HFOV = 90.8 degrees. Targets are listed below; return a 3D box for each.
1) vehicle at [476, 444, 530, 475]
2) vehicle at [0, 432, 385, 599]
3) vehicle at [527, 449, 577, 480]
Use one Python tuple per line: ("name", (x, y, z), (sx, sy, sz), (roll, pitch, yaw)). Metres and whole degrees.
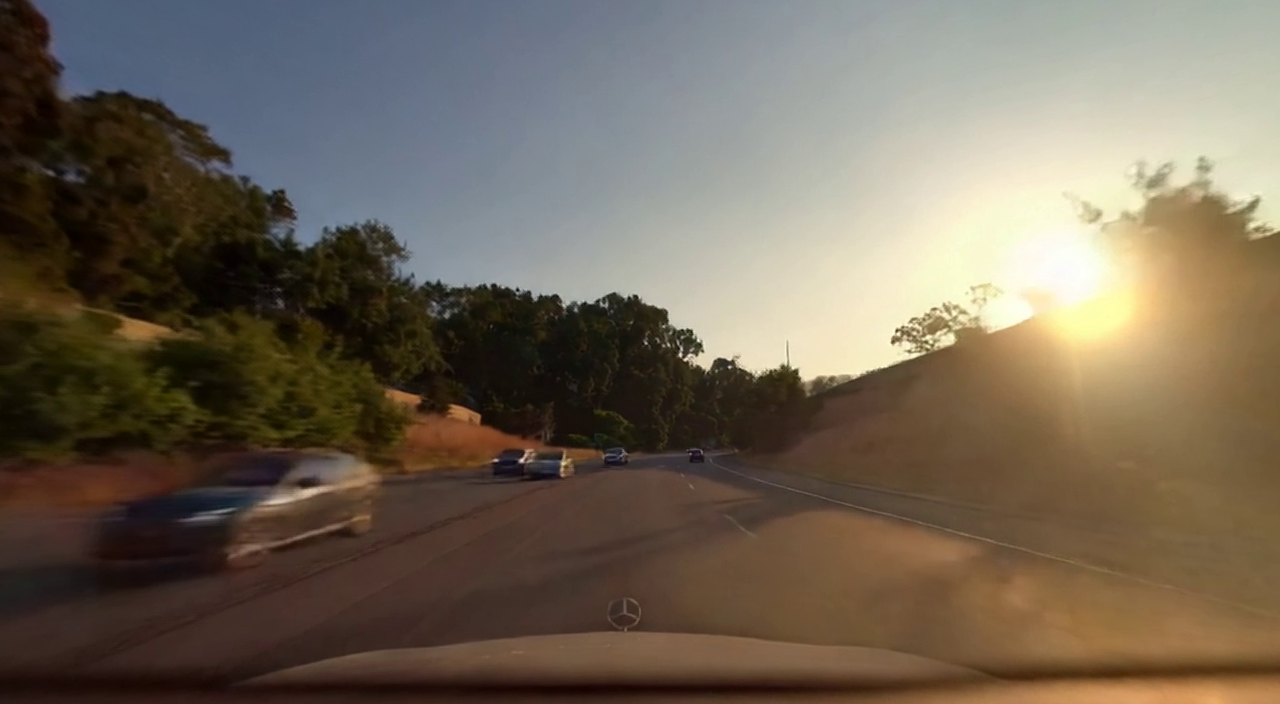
("vehicle", (-8.335, 6.562, 38.897), (2.154, 1.715, 4.579), (0, -8, 2))
("vehicle", (-5.391, 1.856, 8.256), (2.058, 1.501, 4.749), (0, -8, 1))
("vehicle", (-4.633, 5.991, 33.953), (1.918, 1.473, 4.462), (0, -8, 1))
